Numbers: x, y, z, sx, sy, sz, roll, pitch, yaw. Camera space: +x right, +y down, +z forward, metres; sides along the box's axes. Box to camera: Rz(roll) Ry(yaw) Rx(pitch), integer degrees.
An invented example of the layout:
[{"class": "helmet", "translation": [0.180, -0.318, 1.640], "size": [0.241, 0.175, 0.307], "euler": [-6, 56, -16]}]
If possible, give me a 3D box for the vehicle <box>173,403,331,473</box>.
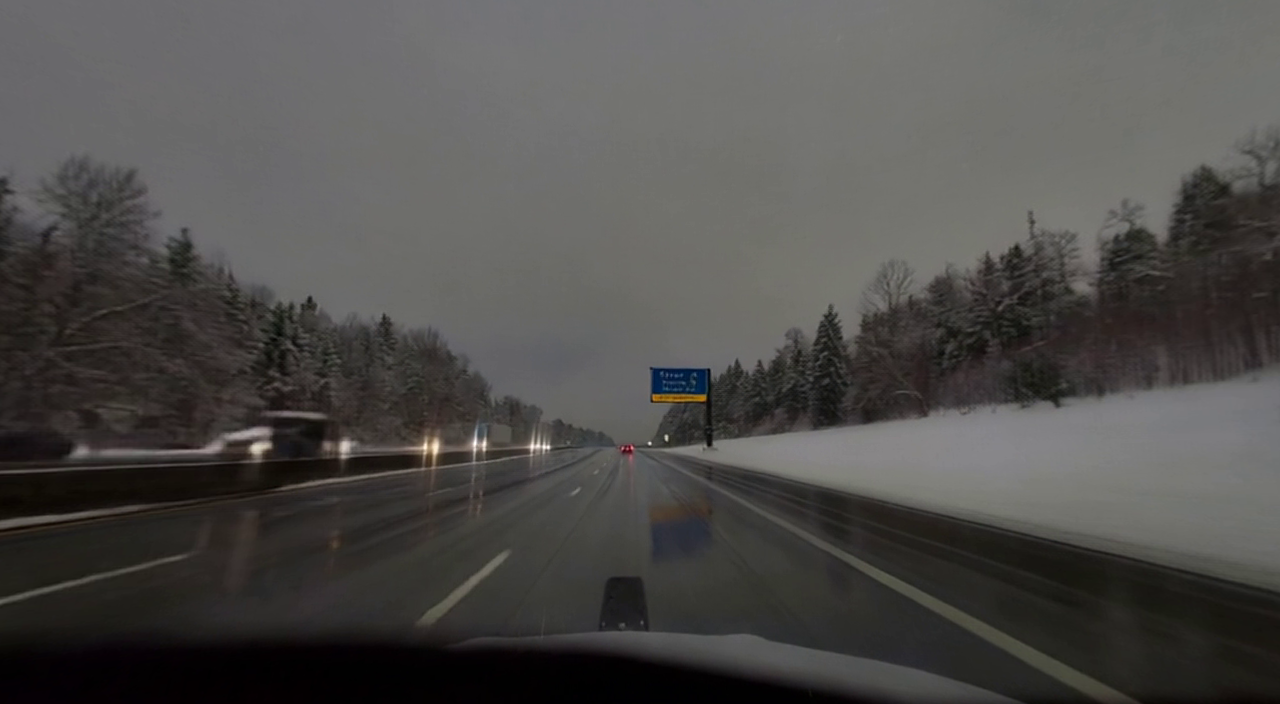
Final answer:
[{"class": "vehicle", "translation": [-16.283, 3.727, 27.073], "size": [2.357, 2.600, 7.018], "euler": [0, -8, -1]}]
